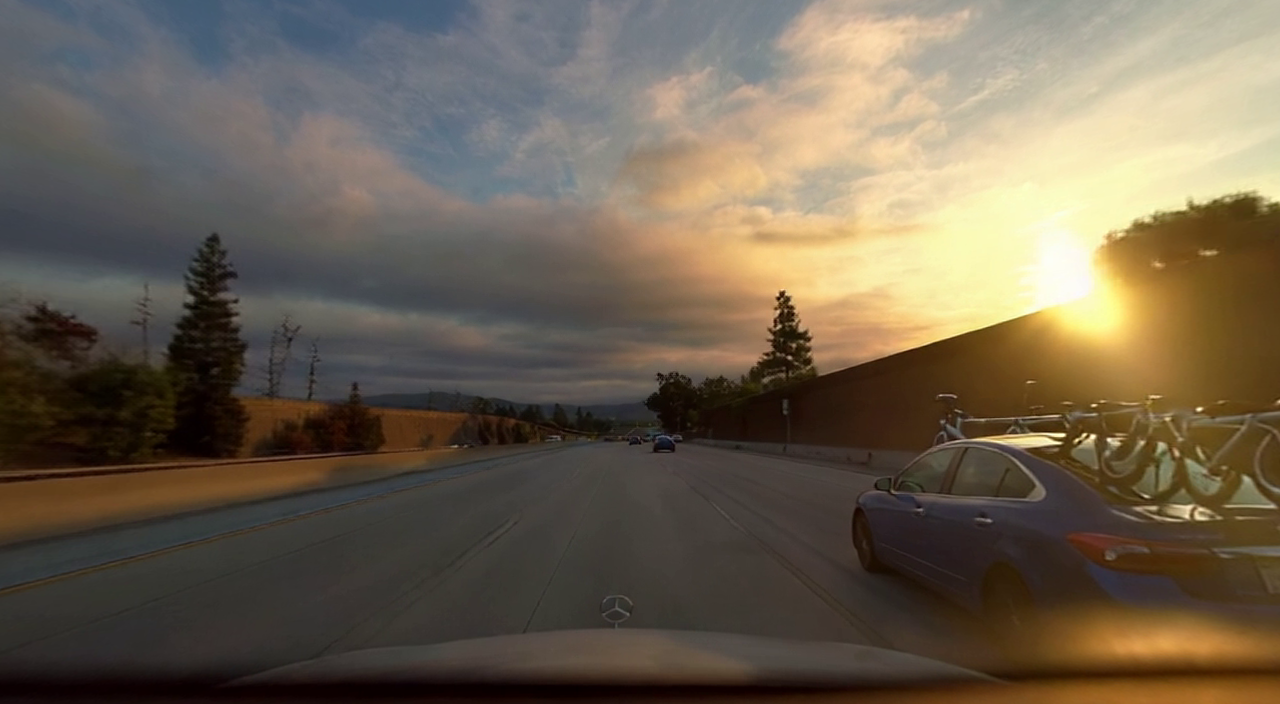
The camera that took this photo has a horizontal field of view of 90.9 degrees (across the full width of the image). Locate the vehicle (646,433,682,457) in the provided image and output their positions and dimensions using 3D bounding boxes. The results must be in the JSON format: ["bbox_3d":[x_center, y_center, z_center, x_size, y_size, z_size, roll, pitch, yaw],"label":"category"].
[{"bbox_3d":[1.471,5.871,39.934,1.911,1.449,3.776,0,-8,-3],"label":"vehicle"}]
